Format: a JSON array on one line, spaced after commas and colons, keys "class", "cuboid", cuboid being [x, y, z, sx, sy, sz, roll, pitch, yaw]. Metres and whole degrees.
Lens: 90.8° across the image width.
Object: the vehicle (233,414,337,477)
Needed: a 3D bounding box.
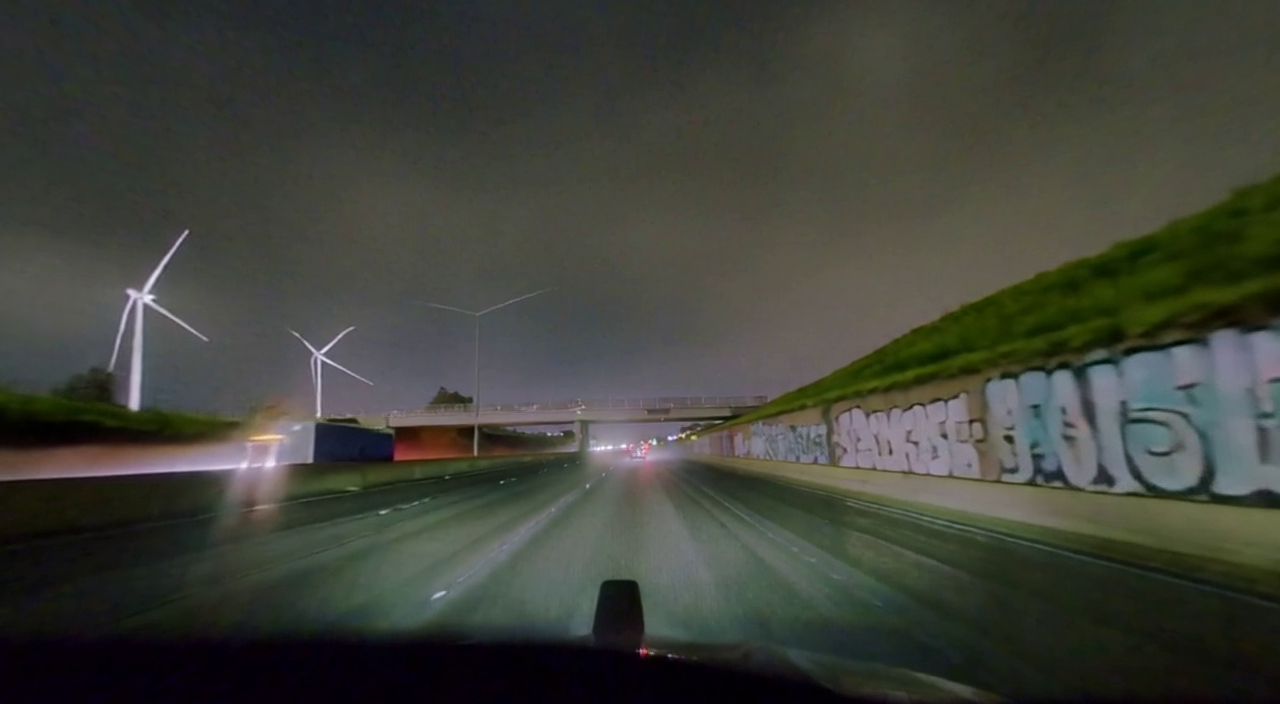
[{"class": "vehicle", "cuboid": [-23.007, 6.175, 41.372, 3.227, 3.793, 6.009, 0, -9, -1]}]
